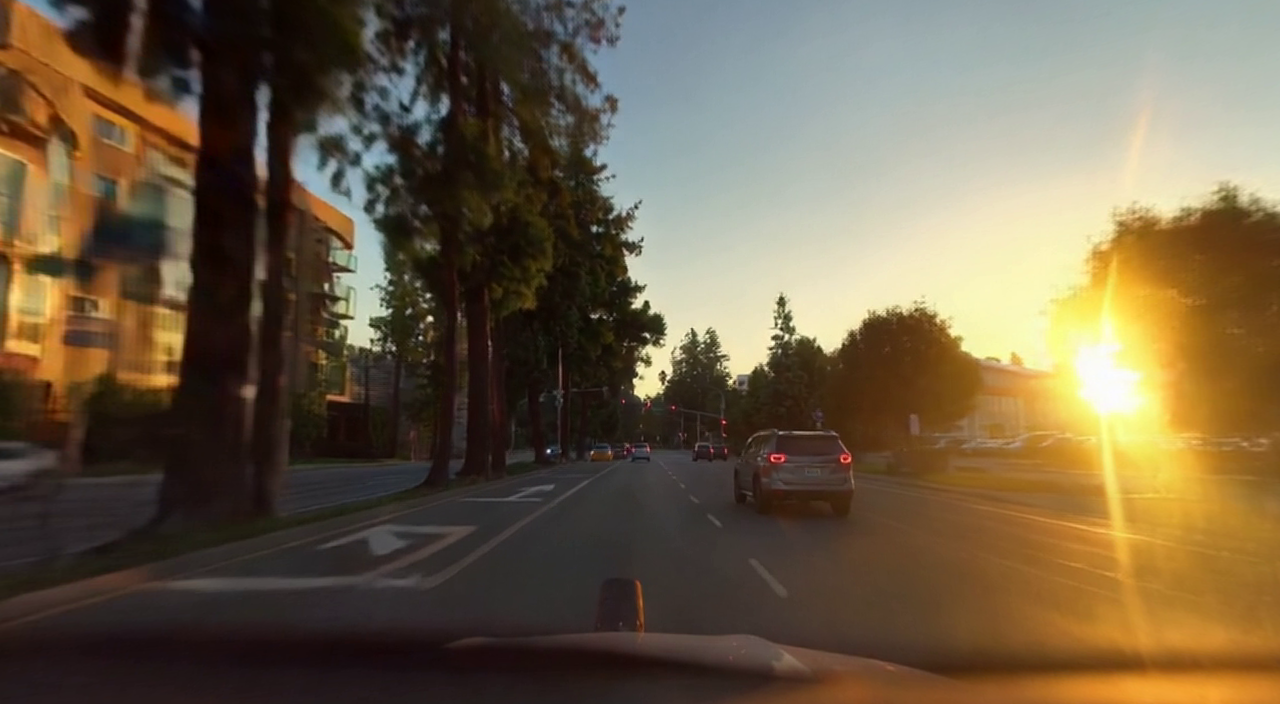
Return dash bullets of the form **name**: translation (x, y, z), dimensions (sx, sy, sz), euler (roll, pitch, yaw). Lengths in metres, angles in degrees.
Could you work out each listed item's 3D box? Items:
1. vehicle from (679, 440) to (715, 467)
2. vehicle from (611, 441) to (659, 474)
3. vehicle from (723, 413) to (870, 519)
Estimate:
- **vehicle**: translation (3.708, 6.708, 41.947), dimensions (1.922, 1.708, 4.126), euler (0, -8, -1)
- **vehicle**: translation (-0.220, 5.046, 30.312), dimensions (2.119, 1.460, 3.847), euler (0, -8, 0)
- **vehicle**: translation (3.172, 2.428, 13.854), dimensions (2.035, 1.940, 4.299), euler (0, -8, -1)
